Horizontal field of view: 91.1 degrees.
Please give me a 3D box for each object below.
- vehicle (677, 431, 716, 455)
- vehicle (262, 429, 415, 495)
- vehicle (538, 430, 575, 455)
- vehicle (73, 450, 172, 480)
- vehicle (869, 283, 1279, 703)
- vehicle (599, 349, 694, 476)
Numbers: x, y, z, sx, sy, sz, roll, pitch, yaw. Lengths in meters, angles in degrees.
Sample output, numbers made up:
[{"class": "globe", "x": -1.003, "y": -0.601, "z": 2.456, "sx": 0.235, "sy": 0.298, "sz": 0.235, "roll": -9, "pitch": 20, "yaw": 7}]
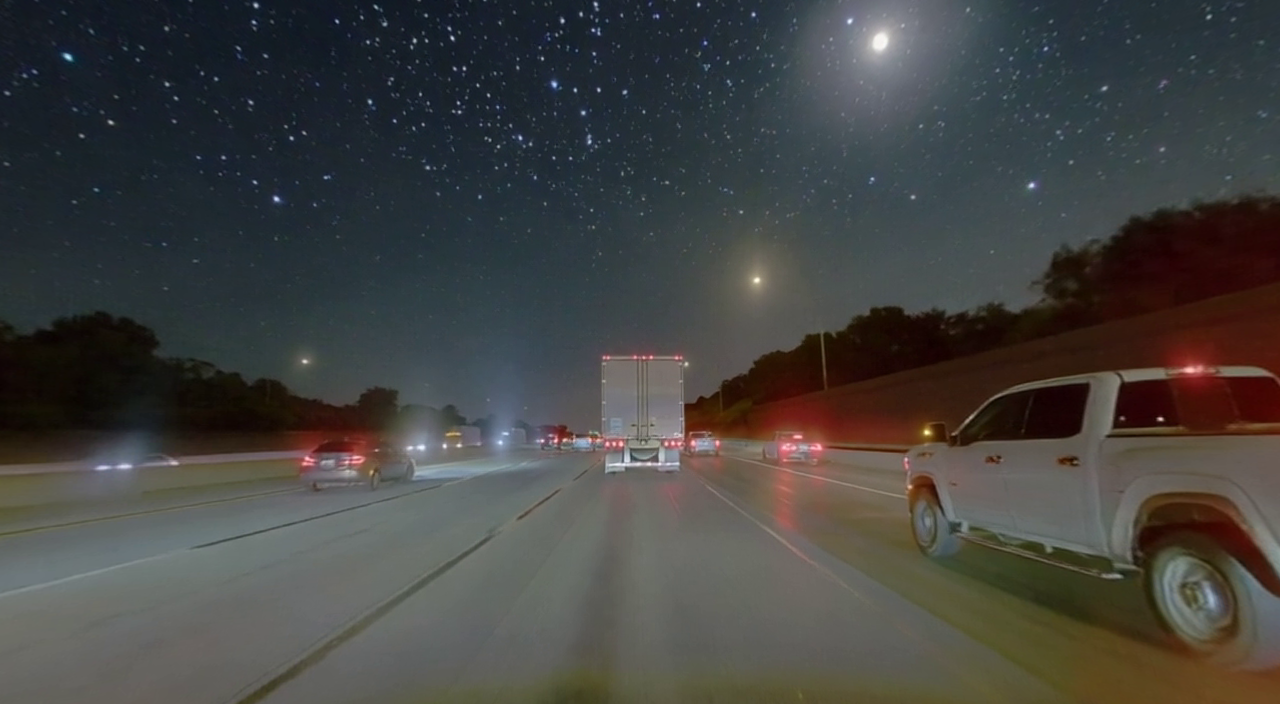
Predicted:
[{"class": "vehicle", "x": 3.761, "y": 6.089, "z": 42.404, "sx": 2.044, "sy": 1.508, "sz": 4.716, "roll": 0, "pitch": -8, "yaw": -2}, {"class": "vehicle", "x": -7.702, "y": 2.810, "z": 16.571, "sx": 2.059, "sy": 1.500, "sz": 4.001, "roll": 0, "pitch": -8, "yaw": -1}, {"class": "vehicle", "x": -5.715, "y": 6.258, "z": 43.633, "sx": 2.134, "sy": 1.650, "sz": 4.133, "roll": 0, "pitch": -8, "yaw": -2}, {"class": "vehicle", "x": -30.705, "y": 6.684, "z": 37.518, "sx": 1.840, "sy": 1.591, "sz": 4.869, "roll": 0, "pitch": -8, "yaw": -1}, {"class": "vehicle", "x": 3.588, "y": 0.873, "z": 4.229, "sx": 2.118, "sy": 1.832, "sz": 4.901, "roll": 0, "pitch": -8, "yaw": -1}, {"class": "vehicle", "x": -0.074, "y": 2.558, "z": 24.675, "sx": 2.904, "sy": 3.915, "sz": 10.473, "roll": 0, "pitch": -8, "yaw": -3}]
